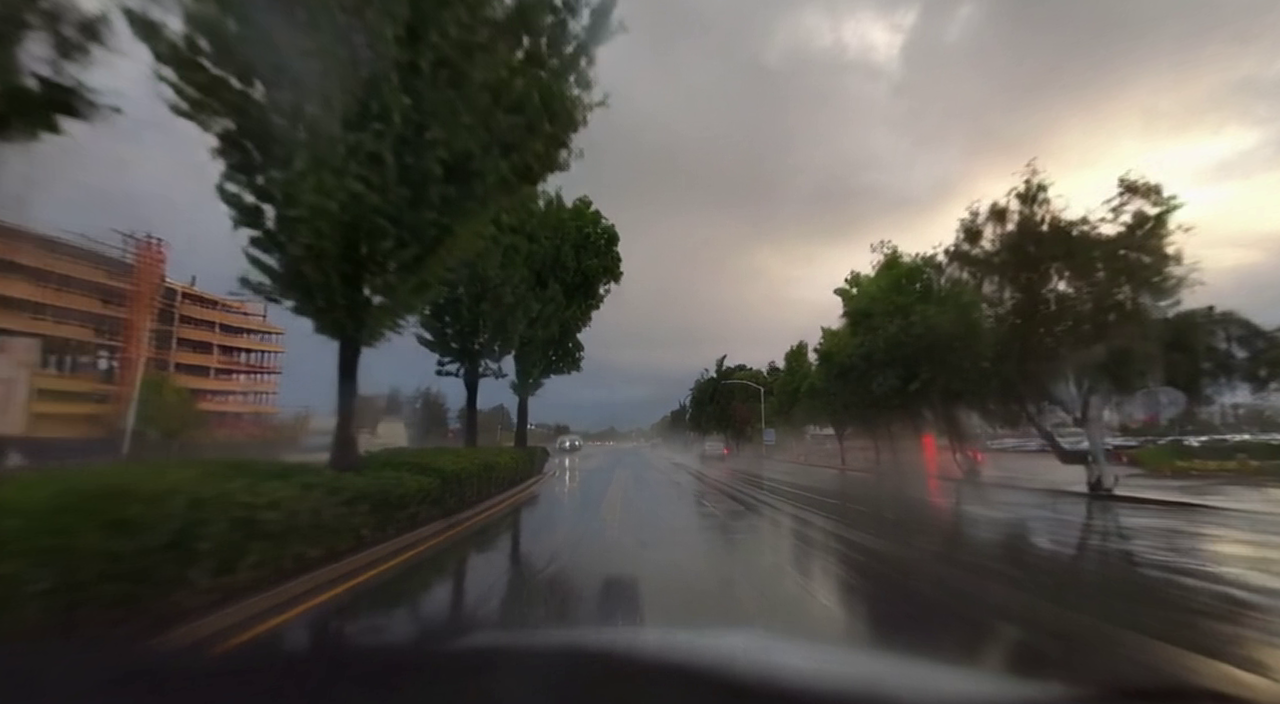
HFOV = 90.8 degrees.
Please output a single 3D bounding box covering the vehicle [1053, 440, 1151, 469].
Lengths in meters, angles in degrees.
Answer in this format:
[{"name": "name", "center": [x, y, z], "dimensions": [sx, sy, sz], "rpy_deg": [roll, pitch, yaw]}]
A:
[{"name": "vehicle", "center": [32.753, 7.241, 45.112], "dimensions": [2.283, 1.875, 6.308], "rpy_deg": [-1, -7, 0]}]
